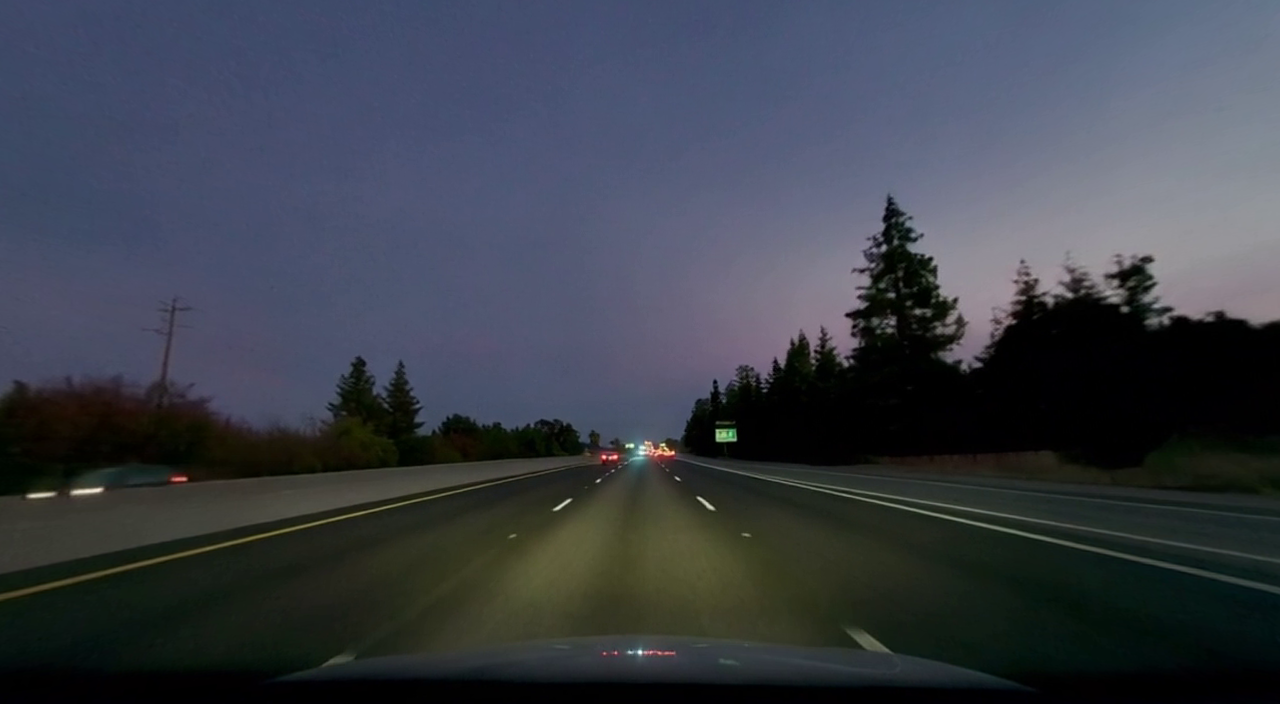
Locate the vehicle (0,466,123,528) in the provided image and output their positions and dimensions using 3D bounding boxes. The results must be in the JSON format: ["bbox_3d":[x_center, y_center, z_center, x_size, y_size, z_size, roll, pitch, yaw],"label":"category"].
[{"bbox_3d":[-16.604,3.866,17.126,1.769,1.419,3.896,0,-9,0],"label":"vehicle"}]
